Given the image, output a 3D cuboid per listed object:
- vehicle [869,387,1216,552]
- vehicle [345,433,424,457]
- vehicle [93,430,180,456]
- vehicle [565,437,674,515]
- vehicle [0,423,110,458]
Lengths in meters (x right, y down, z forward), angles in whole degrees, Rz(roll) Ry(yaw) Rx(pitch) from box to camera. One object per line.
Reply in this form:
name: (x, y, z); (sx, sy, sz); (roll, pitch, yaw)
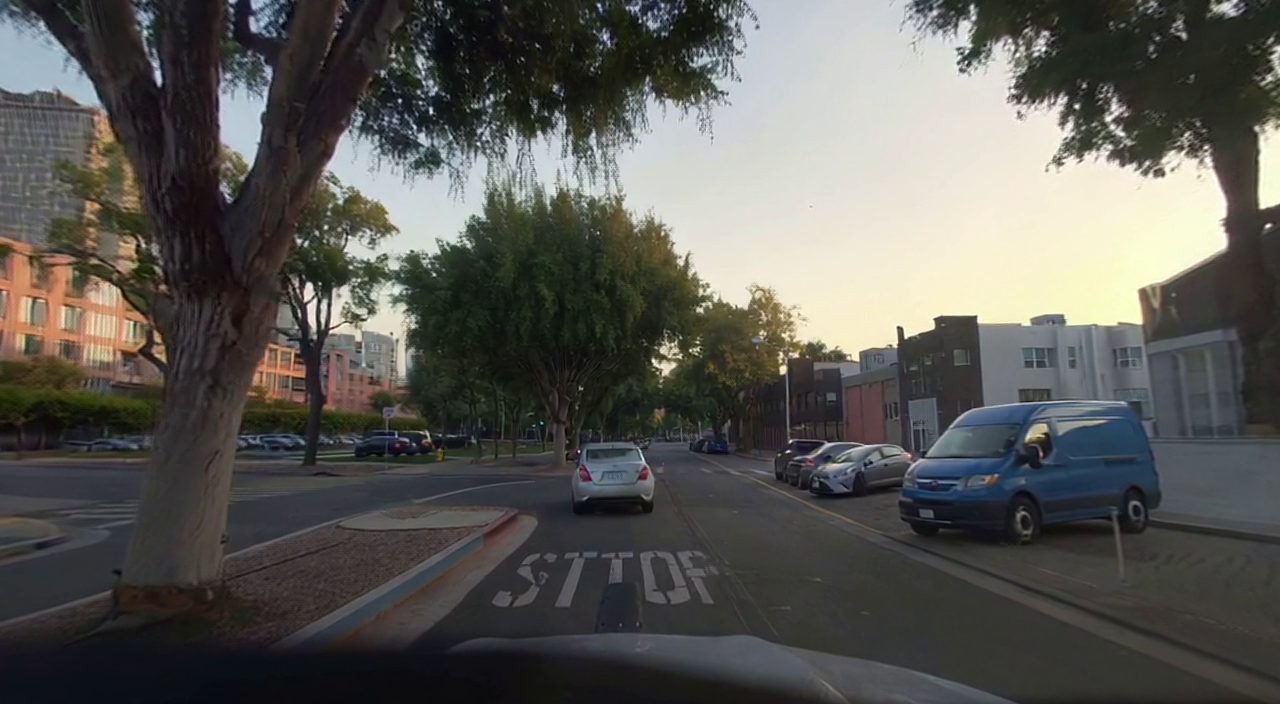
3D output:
vehicle: (6.653, 1.837, 10.411); (5.385, 2.146, 2.143); (4, -9, -25)
vehicle: (-18.387, 6.686, 45.609); (4.892, 1.679, 1.927); (1, -8, -6)
vehicle: (-31.798, 5.732, 39.944); (3.915, 1.574, 1.850); (0, -8, 4)
vehicle: (-0.542, 2.677, 14.226); (2.065, 1.450, 4.522); (1, -8, -4)
vehicle: (-31.812, 4.801, 34.065); (4.438, 1.814, 2.044); (0, -8, -1)
